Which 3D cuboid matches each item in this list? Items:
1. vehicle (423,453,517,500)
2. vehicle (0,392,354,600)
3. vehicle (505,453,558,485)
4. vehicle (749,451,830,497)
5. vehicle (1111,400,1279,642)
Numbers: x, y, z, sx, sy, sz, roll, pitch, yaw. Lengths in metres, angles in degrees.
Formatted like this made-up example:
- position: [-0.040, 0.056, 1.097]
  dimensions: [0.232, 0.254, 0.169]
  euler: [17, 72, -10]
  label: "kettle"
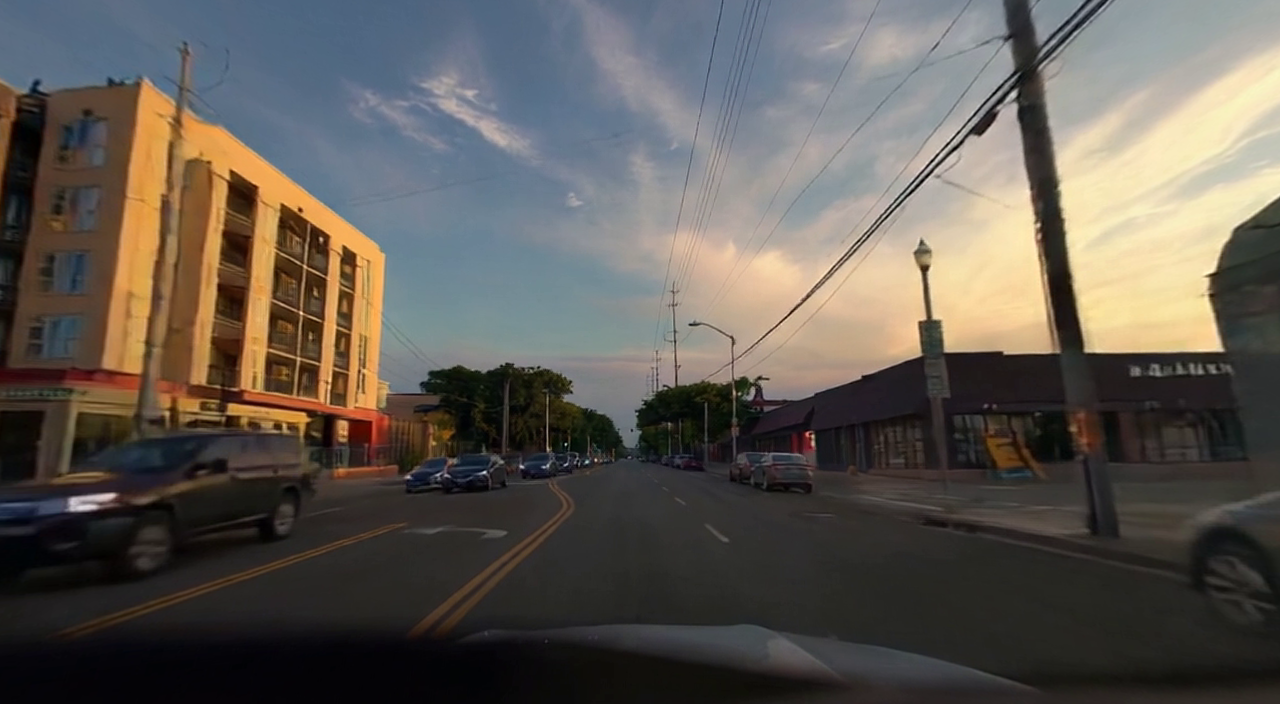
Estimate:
- position: [-5.817, 4.292, 22.201]
  dimensions: [2.052, 1.481, 4.248]
  euler: [0, -9, 1]
  label: "vehicle"
- position: [-5.816, 1.706, 8.326]
  dimensions: [1.937, 1.944, 4.640]
  euler: [0, -9, -1]
  label: "vehicle"
- position: [-5.571, 6.054, 32.978]
  dimensions: [1.949, 1.533, 3.864]
  euler: [0, -9, 2]
  label: "vehicle"
- position: [5.583, 4.590, 24.226]
  dimensions: [1.957, 1.572, 4.418]
  euler: [0, -9, -1]
  label: "vehicle"
- position: [5.844, 1.124, 3.798]
  dimensions: [2.059, 1.804, 5.182]
  euler: [0, -9, 1]
  label: "vehicle"
